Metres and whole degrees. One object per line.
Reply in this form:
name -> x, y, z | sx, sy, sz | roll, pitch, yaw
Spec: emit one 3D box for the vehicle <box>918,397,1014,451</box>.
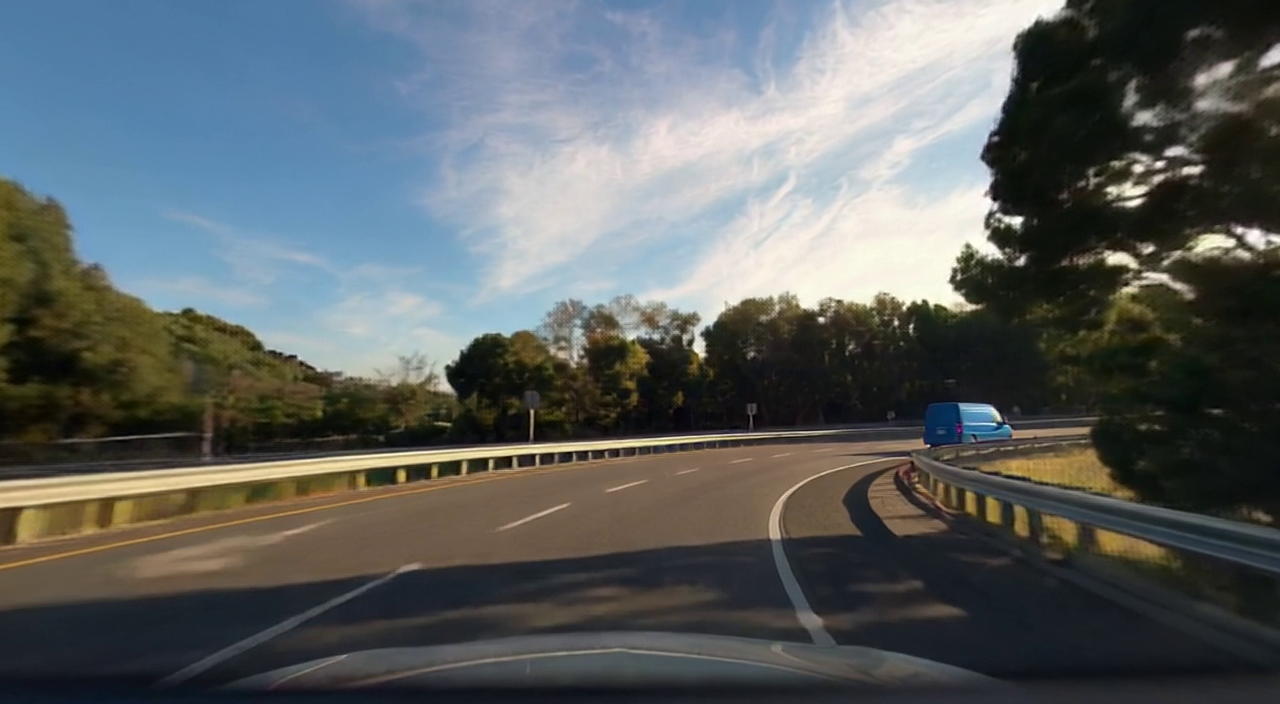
vehicle -> 17.008, 3.788, 32.770 | 5.330, 2.577, 2.352 | 6, -10, -39
